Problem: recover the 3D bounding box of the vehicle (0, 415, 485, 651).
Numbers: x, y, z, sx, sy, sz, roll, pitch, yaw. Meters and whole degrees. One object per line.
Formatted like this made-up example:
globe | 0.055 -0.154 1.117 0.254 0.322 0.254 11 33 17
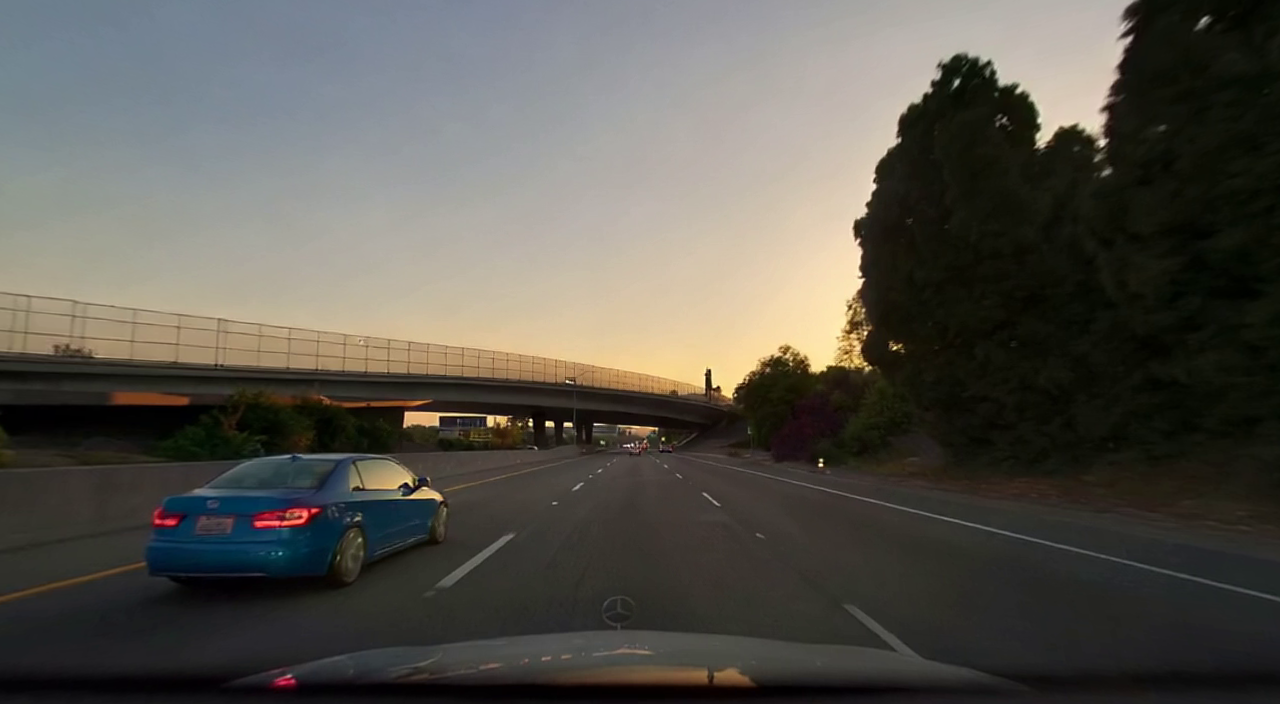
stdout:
vehicle | -3.235 1.548 6.562 2.029 1.557 4.570 0 -8 1
